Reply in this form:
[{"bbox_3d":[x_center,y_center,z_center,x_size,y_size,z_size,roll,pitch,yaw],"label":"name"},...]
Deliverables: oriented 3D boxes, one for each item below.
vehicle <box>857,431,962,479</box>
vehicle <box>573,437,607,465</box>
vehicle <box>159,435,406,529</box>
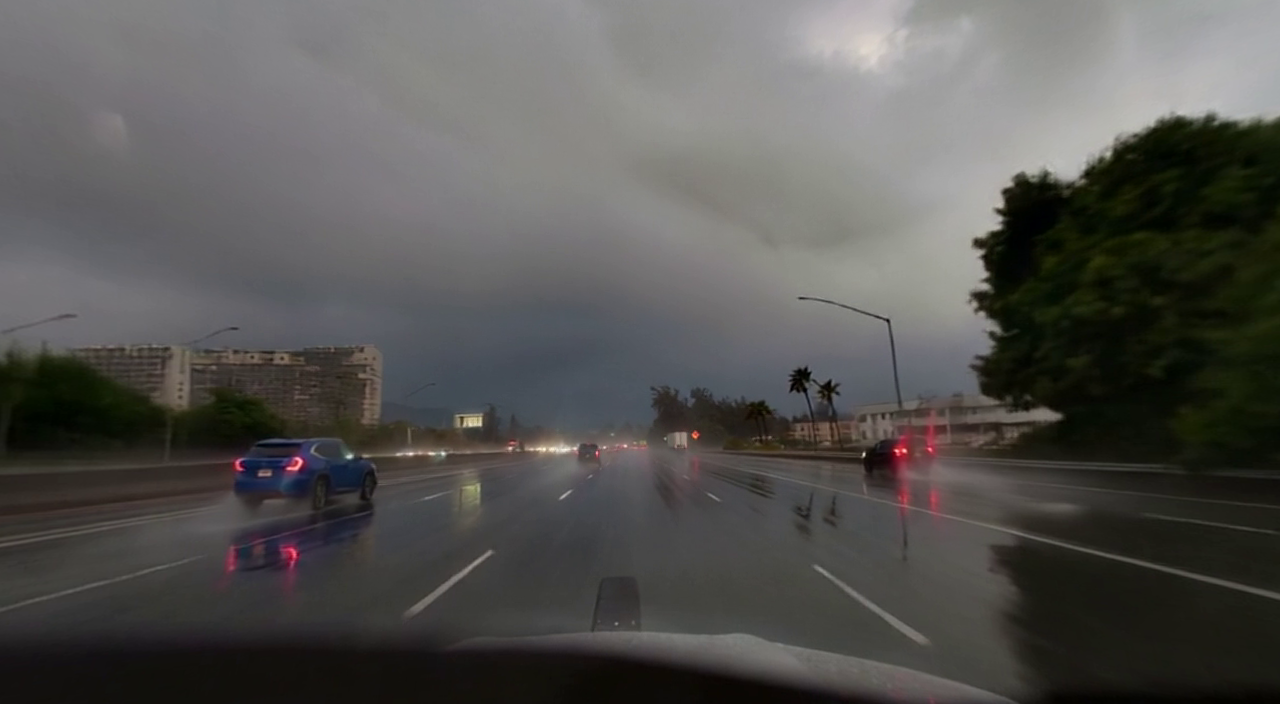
[{"bbox_3d":[10.944,4.243,26.095,2.168,1.792,4.457,0,-9,-2],"label":"vehicle"},{"bbox_3d":[-3.788,7.607,48.614,2.225,1.967,4.673,0,-9,-1],"label":"vehicle"},{"bbox_3d":[-6.657,2.471,12.660,2.018,1.480,4.999,0,-9,0],"label":"vehicle"}]
